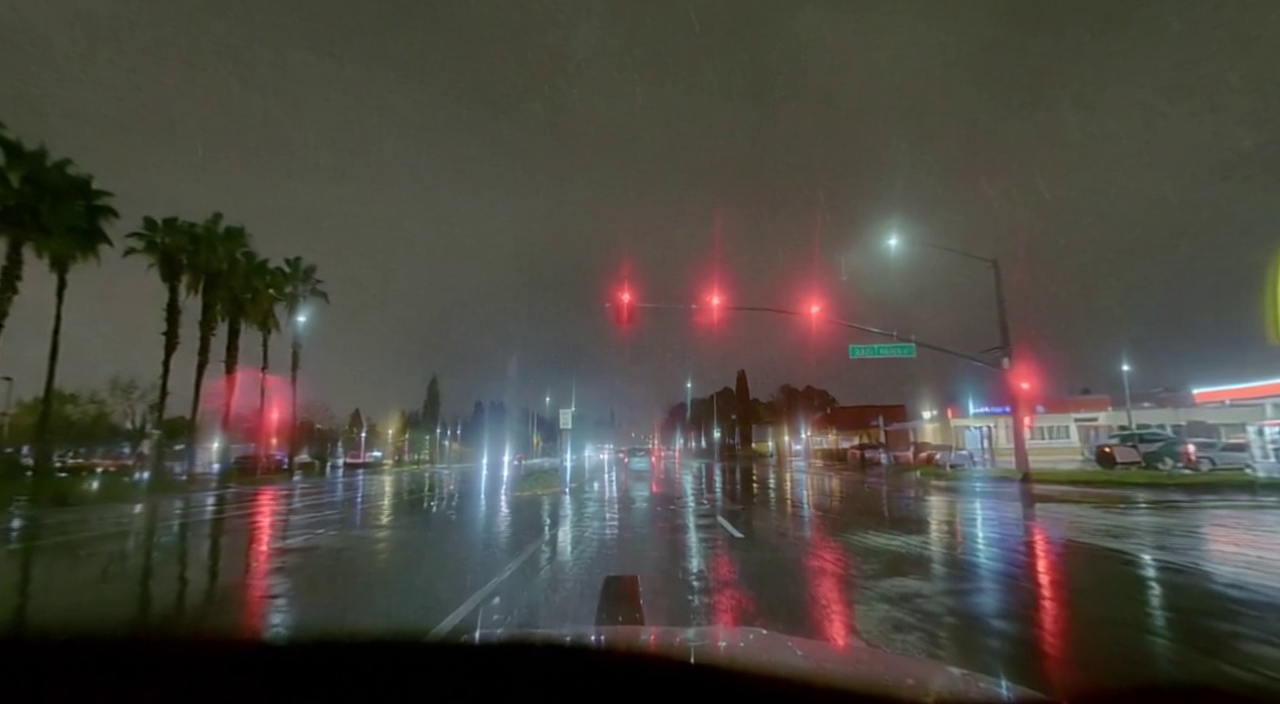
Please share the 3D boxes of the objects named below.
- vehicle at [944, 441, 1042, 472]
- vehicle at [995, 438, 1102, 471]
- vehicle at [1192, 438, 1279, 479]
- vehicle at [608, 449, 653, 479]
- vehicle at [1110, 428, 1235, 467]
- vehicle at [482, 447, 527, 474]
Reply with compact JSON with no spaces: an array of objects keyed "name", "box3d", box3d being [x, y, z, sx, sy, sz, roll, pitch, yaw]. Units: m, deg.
[{"name":"vehicle","box3d":[18.334,5.438,32.976,3.962,1.529,1.867,-2,-9,8]},{"name":"vehicle","box3d":[19.409,4.889,30.193,3.833,1.495,1.892,-3,-9,16]},{"name":"vehicle","box3d":[24.067,4.112,24.633,1.738,1.462,3.609,0,-8,0]},{"name":"vehicle","box3d":[-0.566,5.995,34.210,2.270,1.475,4.571,0,-8,-2]},{"name":"vehicle","box3d":[24.381,4.397,29.058,3.783,1.560,1.853,-4,-10,9]},{"name":"vehicle","box3d":[-9.402,7.574,44.374,2.102,1.792,4.828,0,-8,0]}]
